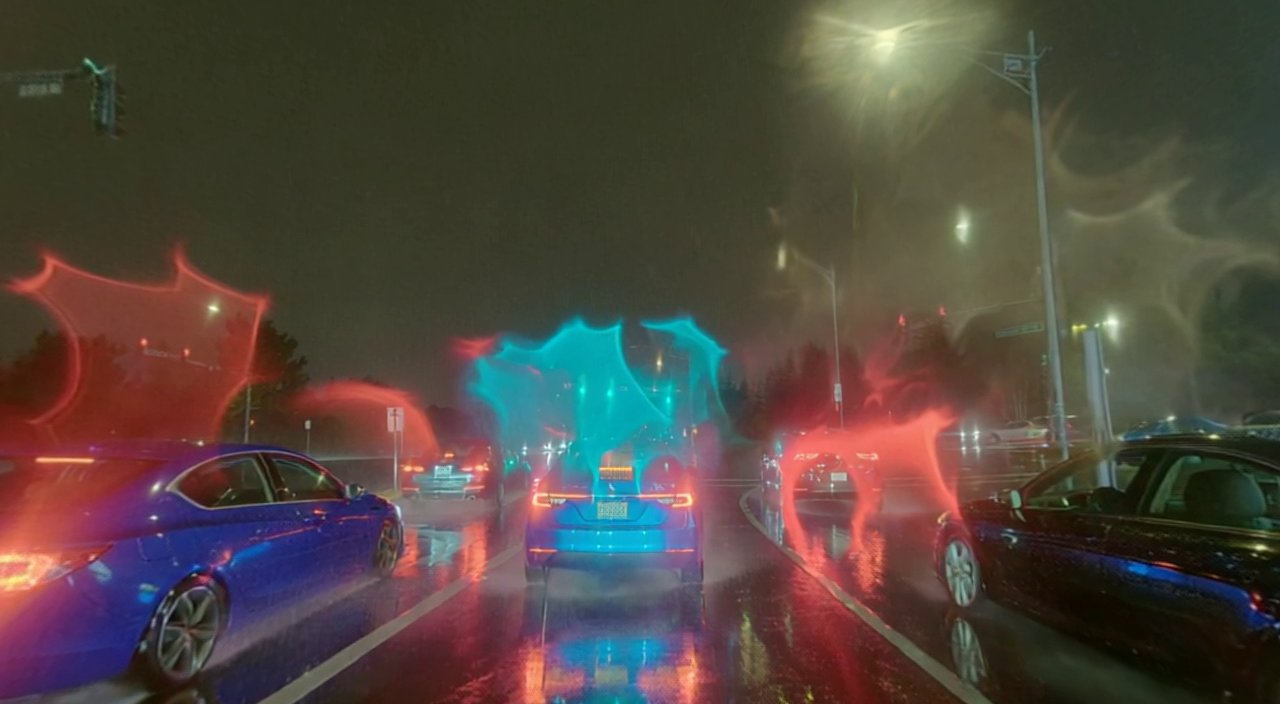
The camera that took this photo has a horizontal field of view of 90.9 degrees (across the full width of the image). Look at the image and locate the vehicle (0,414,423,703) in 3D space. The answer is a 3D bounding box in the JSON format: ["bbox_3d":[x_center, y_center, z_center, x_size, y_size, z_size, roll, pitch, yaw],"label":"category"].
[{"bbox_3d":[-3.410,1.300,4.726,1.980,1.454,4.226,0,-8,1],"label":"vehicle"}]

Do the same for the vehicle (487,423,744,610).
[{"bbox_3d":[-0.186,1.622,7.130,2.059,1.477,3.988,0,-8,0],"label":"vehicle"}]

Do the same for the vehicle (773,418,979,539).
[{"bbox_3d":[3.768,2.093,11.013,2.007,1.683,4.171,0,-8,1],"label":"vehicle"}]

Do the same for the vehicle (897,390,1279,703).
[{"bbox_3d":[3.435,1.104,3.768,1.981,1.499,4.536,0,-8,2],"label":"vehicle"}]
